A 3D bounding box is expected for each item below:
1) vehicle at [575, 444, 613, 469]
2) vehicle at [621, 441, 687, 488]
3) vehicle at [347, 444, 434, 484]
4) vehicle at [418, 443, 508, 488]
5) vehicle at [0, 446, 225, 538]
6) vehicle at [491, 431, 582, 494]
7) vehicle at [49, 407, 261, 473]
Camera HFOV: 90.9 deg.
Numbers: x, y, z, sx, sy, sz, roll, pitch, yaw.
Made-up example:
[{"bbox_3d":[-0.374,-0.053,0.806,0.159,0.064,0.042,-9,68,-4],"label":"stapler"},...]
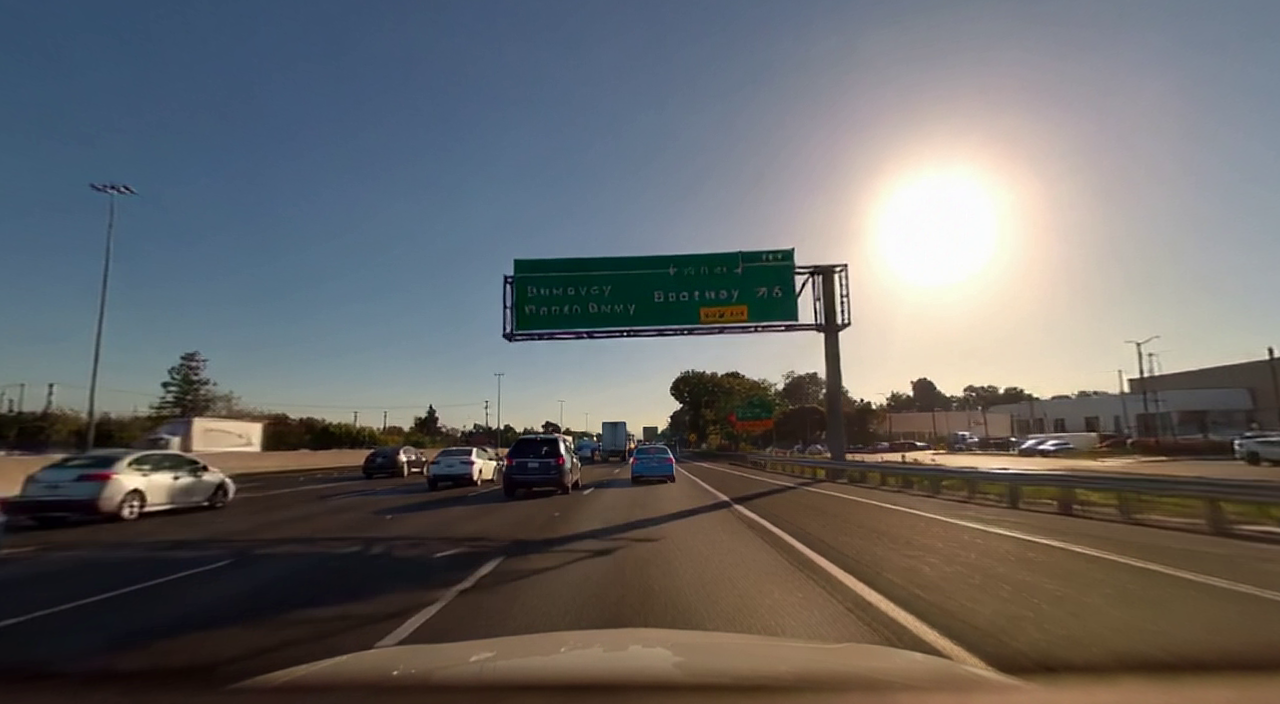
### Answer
[{"bbox_3d":[-2.916,6.771,40.992,2.048,1.497,4.466,0,-8,2],"label":"vehicle"},{"bbox_3d":[0.465,3.875,22.142,2.090,1.474,3.970,0,-8,1],"label":"vehicle"},{"bbox_3d":[-10.137,4.541,25.977,1.861,1.495,4.007,0,-8,1],"label":"vehicle"},{"bbox_3d":[-6.329,4.094,23.133,1.933,1.439,4.441,0,-8,1],"label":"vehicle"},{"bbox_3d":[-10.030,2.474,11.821,1.774,1.408,3.917,0,-8,1],"label":"vehicle"},{"bbox_3d":[-3.084,3.396,19.734,2.007,1.730,4.412,0,-8,1],"label":"vehicle"},{"bbox_3d":[-26.721,5.075,35.996,2.965,3.126,11.235,0,-8,1],"label":"vehicle"}]
